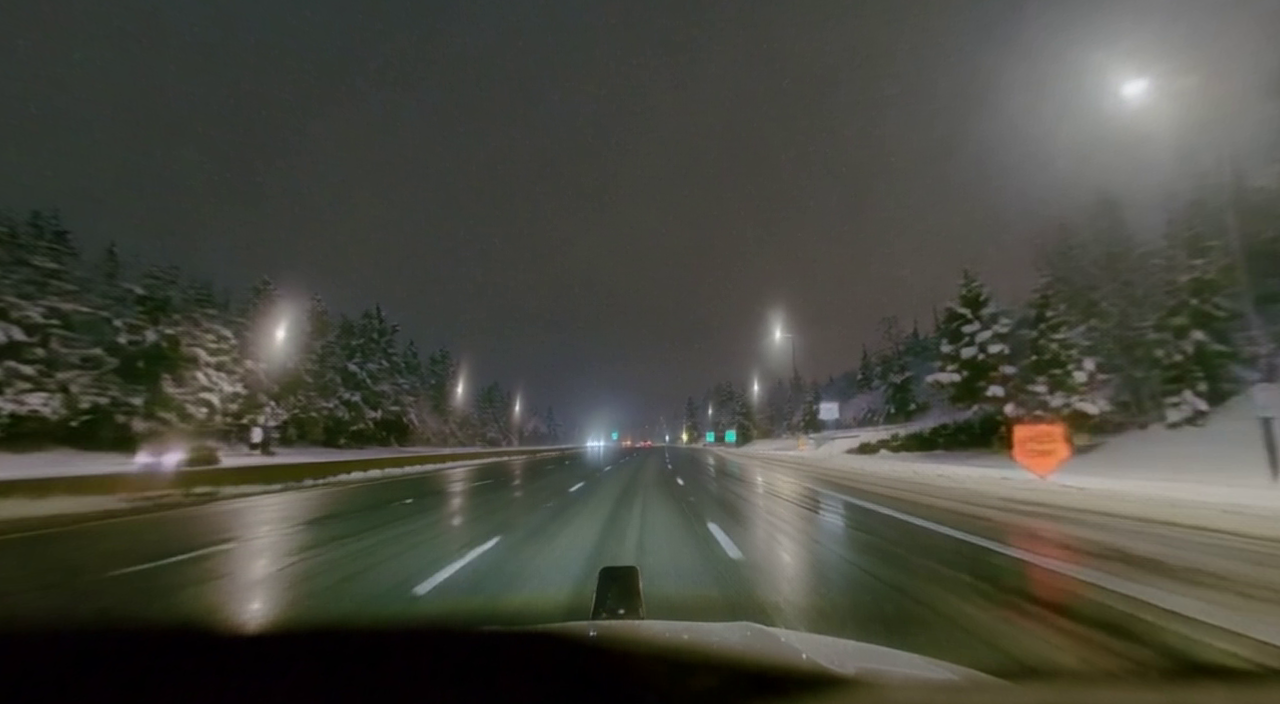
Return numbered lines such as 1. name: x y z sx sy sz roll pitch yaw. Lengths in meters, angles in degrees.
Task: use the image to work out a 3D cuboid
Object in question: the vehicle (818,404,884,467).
1. vehicle: 12.869 5.130 38.687 2.772 3.642 3.493 0 -9 1
